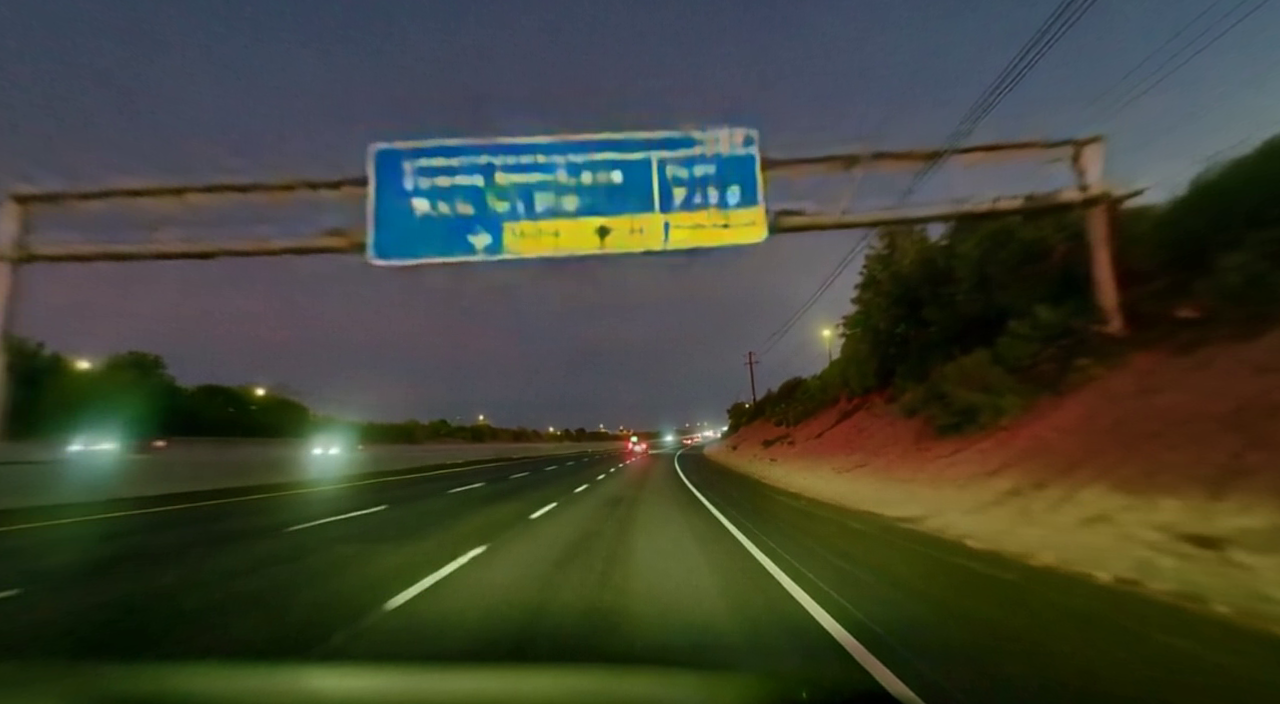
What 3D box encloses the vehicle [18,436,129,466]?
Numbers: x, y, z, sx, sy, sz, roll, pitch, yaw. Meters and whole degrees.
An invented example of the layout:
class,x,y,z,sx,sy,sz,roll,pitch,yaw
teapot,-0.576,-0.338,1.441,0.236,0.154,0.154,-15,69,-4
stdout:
class,x,y,z,sx,sy,sz,roll,pitch,yaw
vehicle,-31.417,5.489,35.265,1.839,1.551,4.585,0,-9,2
